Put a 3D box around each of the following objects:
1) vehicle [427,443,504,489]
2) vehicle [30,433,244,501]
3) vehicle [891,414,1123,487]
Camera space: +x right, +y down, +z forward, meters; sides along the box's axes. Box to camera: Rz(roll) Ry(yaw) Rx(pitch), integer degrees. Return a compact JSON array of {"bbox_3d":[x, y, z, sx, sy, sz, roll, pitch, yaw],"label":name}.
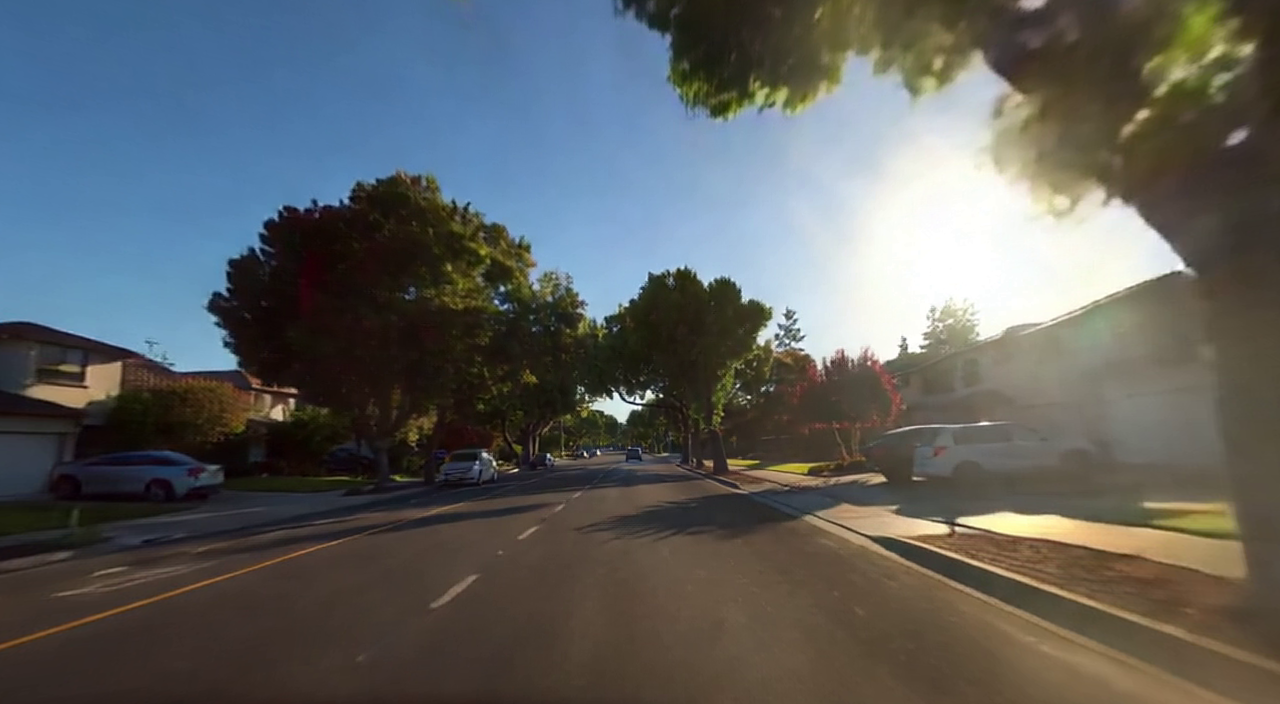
[{"bbox_3d":[-7.850,5.131,28.907,2.122,1.739,4.770,-4,-8,0],"label":"vehicle"},{"bbox_3d":[-14.610,3.333,18.548,4.602,1.847,1.976,-1,-9,4],"label":"vehicle"},{"bbox_3d":[8.968,2.449,15.766,4.535,1.697,1.968,0,-9,-1],"label":"vehicle"}]
